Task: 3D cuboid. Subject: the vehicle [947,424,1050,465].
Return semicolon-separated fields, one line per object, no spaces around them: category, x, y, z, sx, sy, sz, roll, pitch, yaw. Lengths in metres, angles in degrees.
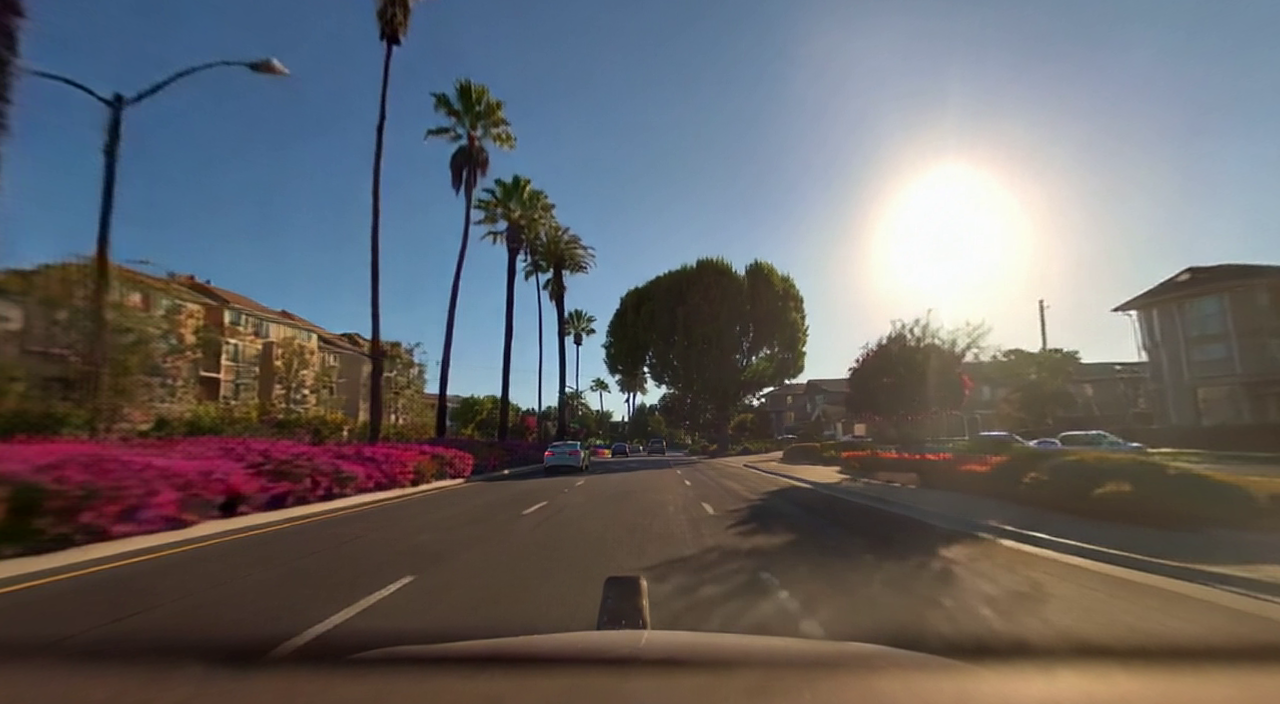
vehicle;20.840;5.397;36.862;2.624;2.088;5.064;-3;-8;-5

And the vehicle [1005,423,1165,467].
vehicle;21.655;4.597;31.003;2.426;1.902;6.126;2;-9;-16

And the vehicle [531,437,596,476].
vehicle;-3.127;4.402;26.659;2.036;1.478;4.508;0;-8;2
